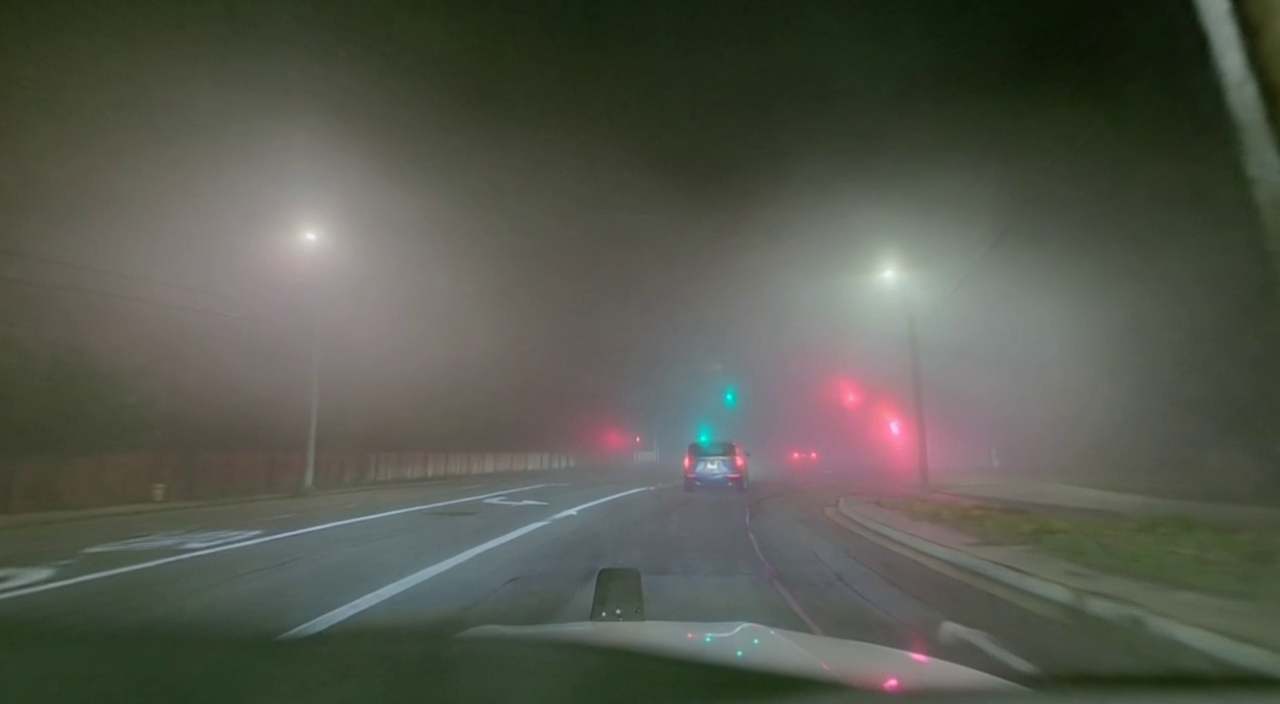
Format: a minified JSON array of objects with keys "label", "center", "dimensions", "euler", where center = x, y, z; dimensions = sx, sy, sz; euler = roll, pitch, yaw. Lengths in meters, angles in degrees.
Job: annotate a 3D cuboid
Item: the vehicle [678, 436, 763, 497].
[{"label":"vehicle","center":[2.888,3.853,21.720],"dimensions":[2.230,1.827,4.580],"euler":[-2,-9,15]}]
